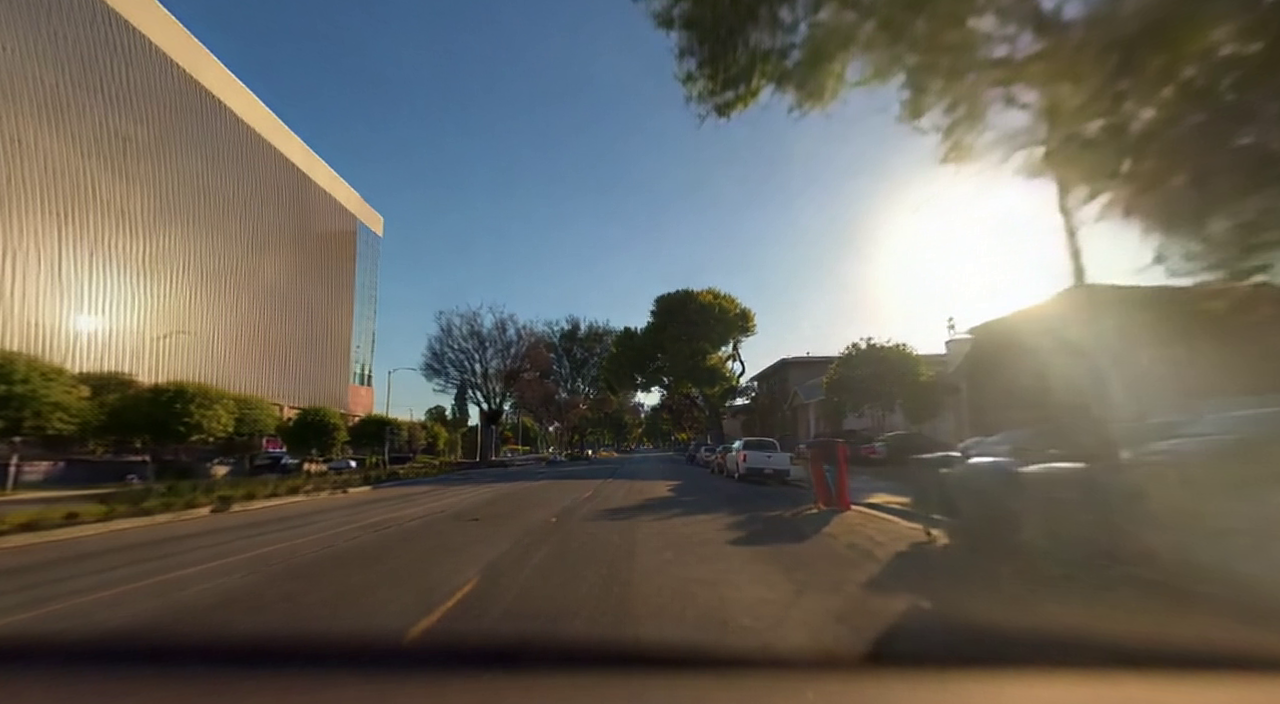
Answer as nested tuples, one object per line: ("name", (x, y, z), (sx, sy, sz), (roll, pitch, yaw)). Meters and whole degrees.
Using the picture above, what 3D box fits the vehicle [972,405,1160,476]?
("vehicle", (12.495, 2.622, 18.679), (4.067, 1.732, 1.983), (-3, -8, -5))

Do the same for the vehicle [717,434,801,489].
("vehicle", (4.188, 3.938, 23.139), (2.078, 1.771, 5.174), (0, -8, 0))

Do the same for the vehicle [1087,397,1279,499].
("vehicle", (11.649, 1.760, 12.217), (4.418, 1.532, 1.889), (-6, -10, -3))

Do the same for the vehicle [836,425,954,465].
("vehicle", (12.188, 4.502, 30.432), (4.778, 1.520, 2.020), (-5, -9, 7))
